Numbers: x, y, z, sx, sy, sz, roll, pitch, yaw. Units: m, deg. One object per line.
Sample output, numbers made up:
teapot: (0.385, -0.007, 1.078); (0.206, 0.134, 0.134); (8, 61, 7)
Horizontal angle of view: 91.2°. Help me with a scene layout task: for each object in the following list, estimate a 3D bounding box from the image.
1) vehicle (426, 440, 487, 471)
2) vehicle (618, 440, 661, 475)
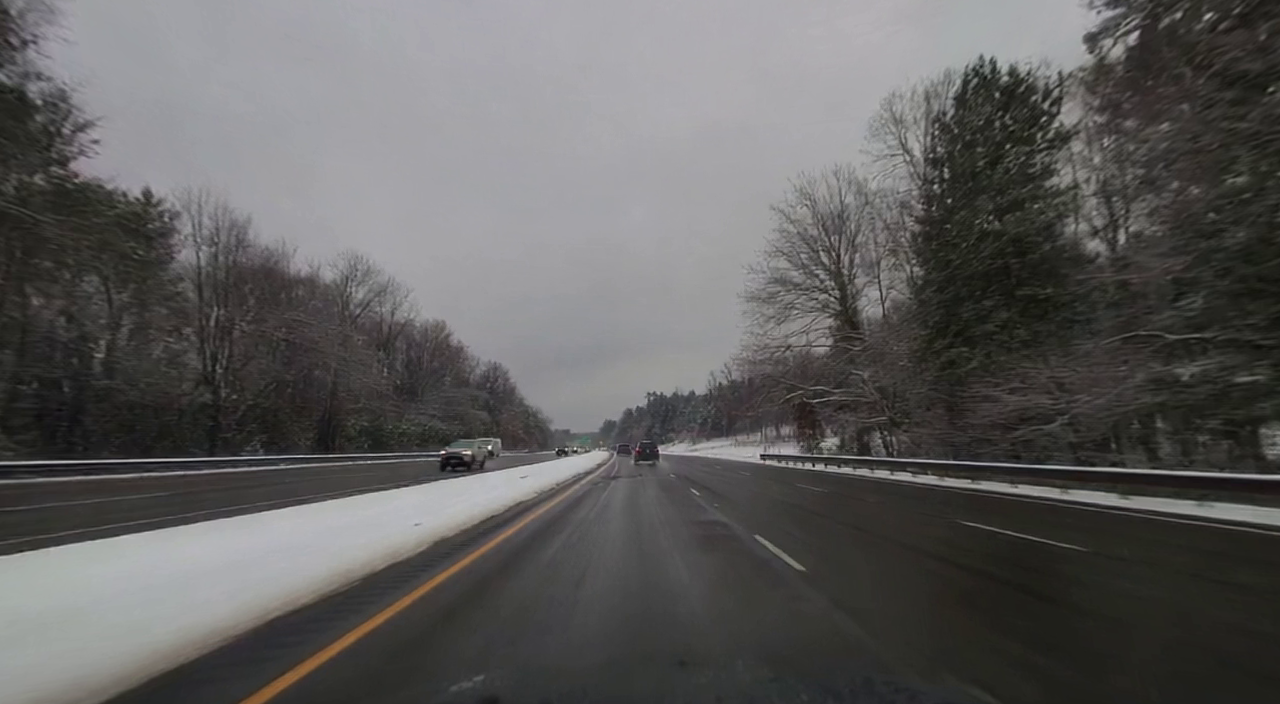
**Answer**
vehicle: (-9.495, 5.393, 32.774); (1.950, 1.498, 4.113); (0, -9, 0)
vehicle: (-0.074, 5.586, 33.432); (2.151, 1.693, 4.201); (0, -9, -1)
